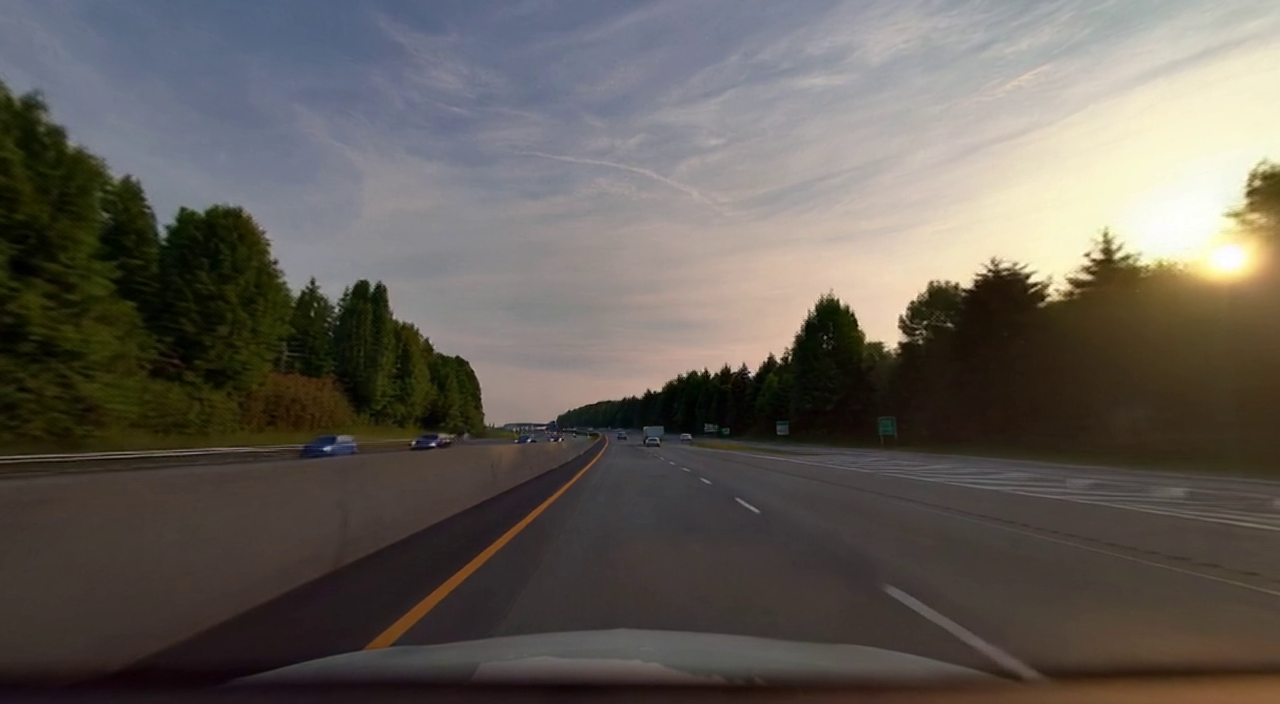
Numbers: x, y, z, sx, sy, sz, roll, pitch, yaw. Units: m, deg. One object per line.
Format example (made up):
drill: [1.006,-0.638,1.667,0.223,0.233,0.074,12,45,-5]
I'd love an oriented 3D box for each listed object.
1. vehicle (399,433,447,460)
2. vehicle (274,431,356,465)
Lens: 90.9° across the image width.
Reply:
vehicle: [-13.288,5.800,38.805,1.781,1.557,3.545,0,-8,-1]
vehicle: [-16.765,4.961,32.780,1.982,1.617,4.393,0,-8,-1]
